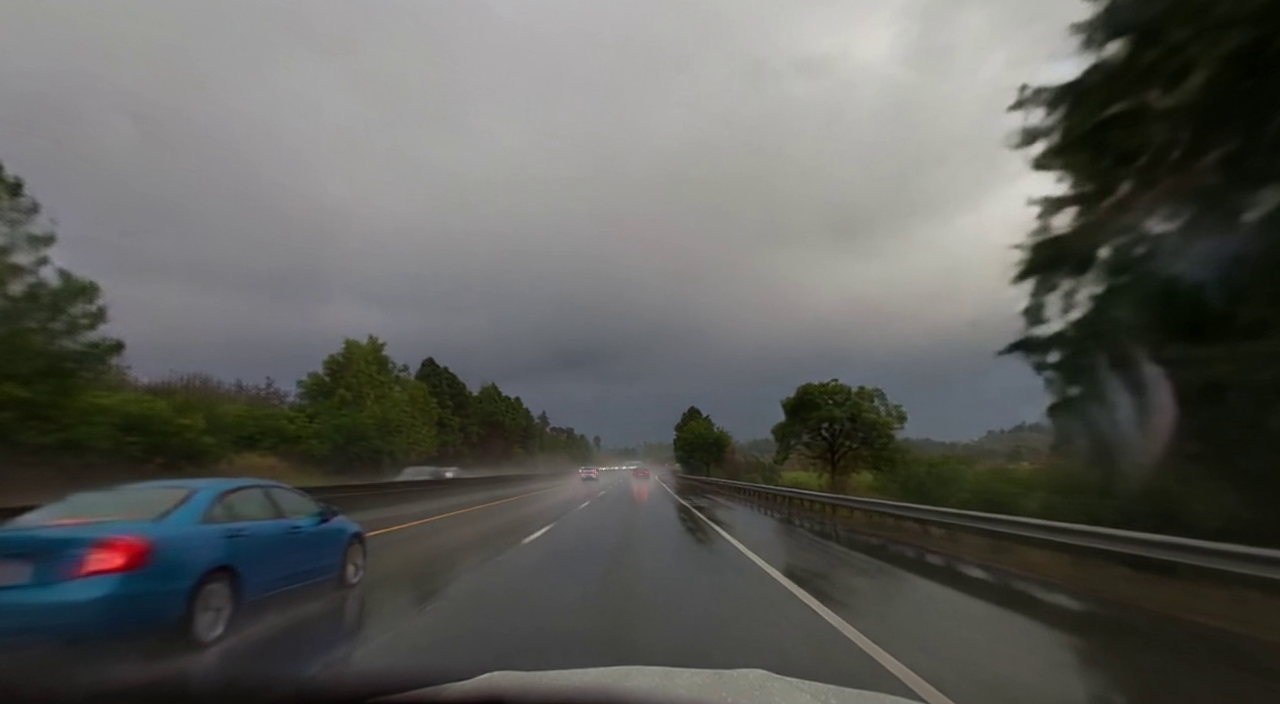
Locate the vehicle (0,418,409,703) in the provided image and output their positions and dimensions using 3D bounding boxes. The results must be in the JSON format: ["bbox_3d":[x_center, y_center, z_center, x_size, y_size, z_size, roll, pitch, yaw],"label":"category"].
[{"bbox_3d":[-3.715,1.465,5.082,2.047,1.523,4.279,1,-11,0],"label":"vehicle"}]

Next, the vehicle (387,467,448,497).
[{"bbox_3d":[-12.375,7.253,35.322,1.977,1.532,3.760,0,-11,0],"label":"vehicle"}]

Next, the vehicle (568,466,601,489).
[{"bbox_3d":[-4.036,9.208,46.391,2.109,1.532,4.234,1,-11,0],"label":"vehicle"}]
